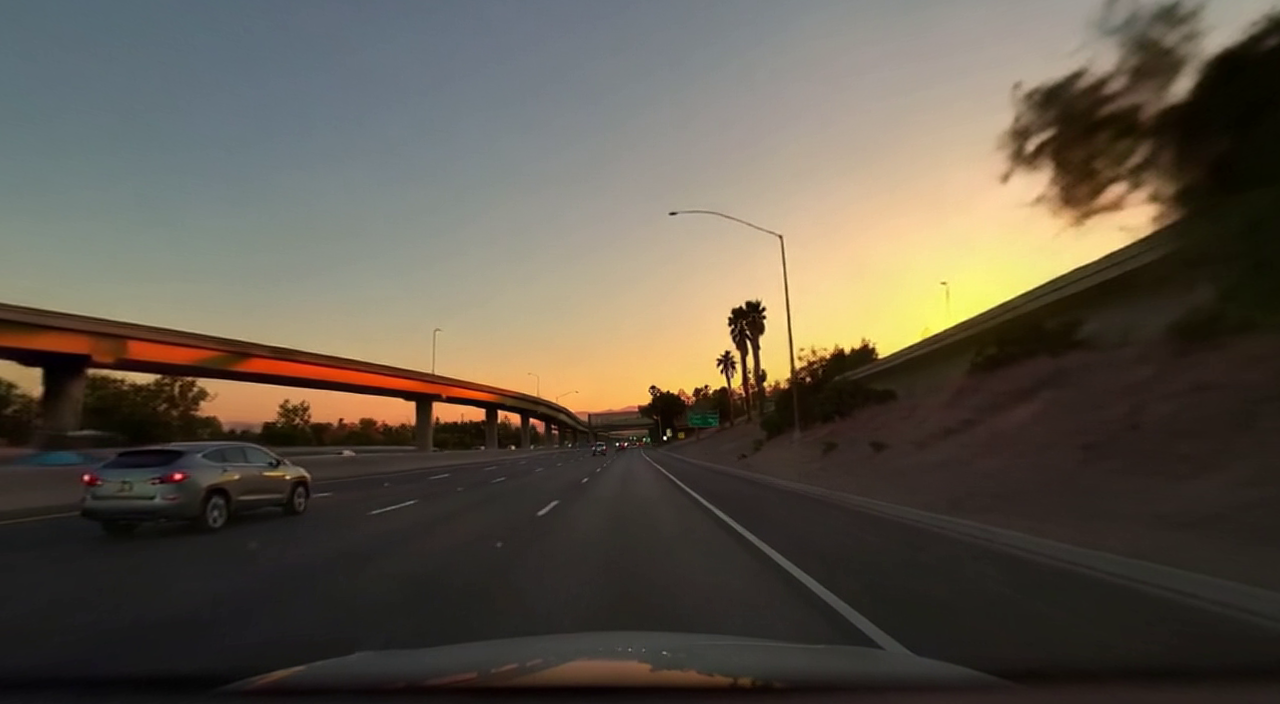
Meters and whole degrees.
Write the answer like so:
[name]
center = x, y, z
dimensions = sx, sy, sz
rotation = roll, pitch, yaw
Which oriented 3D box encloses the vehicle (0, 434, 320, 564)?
[vehicle]
center = -6.934, 2.051, 9.609
dimensions = 1.914, 1.503, 4.268
rotation = 0, -9, -1
